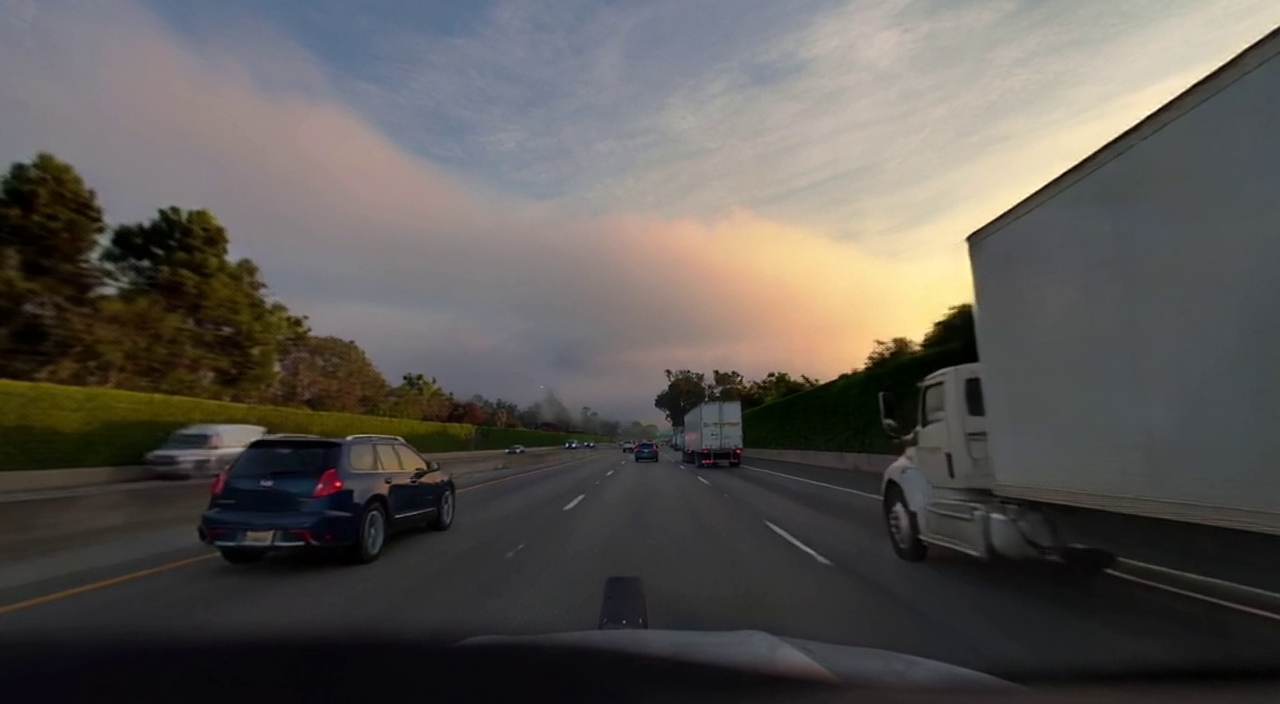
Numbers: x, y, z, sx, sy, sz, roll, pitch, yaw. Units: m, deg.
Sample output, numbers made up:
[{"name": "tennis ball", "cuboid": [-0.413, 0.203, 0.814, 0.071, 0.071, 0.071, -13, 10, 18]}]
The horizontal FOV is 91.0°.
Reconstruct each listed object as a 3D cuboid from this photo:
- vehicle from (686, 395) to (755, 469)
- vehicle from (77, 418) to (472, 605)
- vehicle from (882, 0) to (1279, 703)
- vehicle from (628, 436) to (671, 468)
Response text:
[{"name": "vehicle", "cuboid": [5.091, 5.530, 42.706, 3.117, 4.150, 13.929, 0, -8, 1]}, {"name": "vehicle", "cuboid": [-3.503, 1.584, 7.185, 1.988, 1.488, 4.113, 0, -8, 1]}, {"name": "vehicle", "cuboid": [4.137, 0.066, 2.981, 2.742, 3.383, 8.285, 0, -8, 1]}, {"name": "vehicle", "cuboid": [0.534, 5.866, 37.291, 2.389, 1.760, 4.473, 0, -8, 0]}]
